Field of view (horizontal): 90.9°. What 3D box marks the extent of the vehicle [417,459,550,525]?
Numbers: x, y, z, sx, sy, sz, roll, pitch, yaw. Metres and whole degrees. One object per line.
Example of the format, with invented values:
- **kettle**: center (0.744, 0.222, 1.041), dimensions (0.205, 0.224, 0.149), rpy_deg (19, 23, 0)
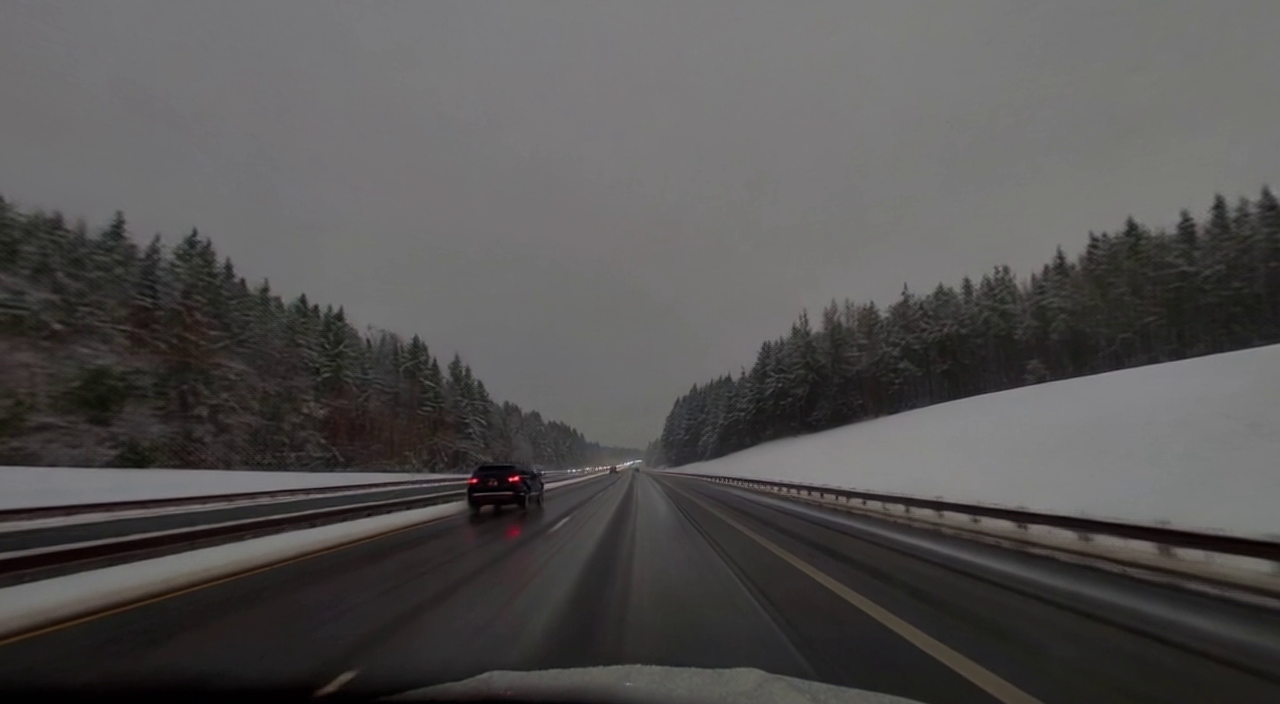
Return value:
- **vehicle**: center (-3.831, 3.561, 16.453), dimensions (2.183, 1.435, 4.653), rpy_deg (0, -10, 1)
